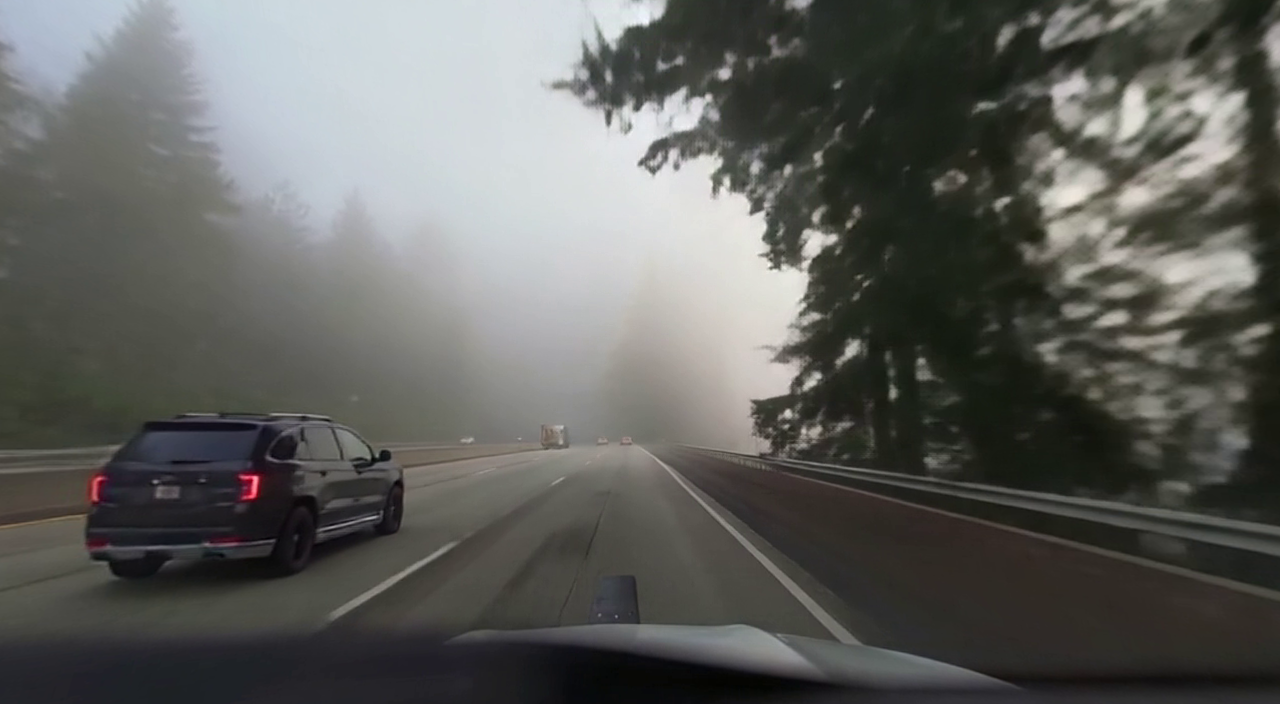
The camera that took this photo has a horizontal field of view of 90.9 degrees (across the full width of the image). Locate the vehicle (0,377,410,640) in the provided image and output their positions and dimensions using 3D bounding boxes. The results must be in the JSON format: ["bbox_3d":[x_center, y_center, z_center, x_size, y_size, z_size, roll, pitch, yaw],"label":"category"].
[{"bbox_3d":[-4.033,1.266,6.133,2.034,1.675,4.080,0,-7,0],"label":"vehicle"}]
